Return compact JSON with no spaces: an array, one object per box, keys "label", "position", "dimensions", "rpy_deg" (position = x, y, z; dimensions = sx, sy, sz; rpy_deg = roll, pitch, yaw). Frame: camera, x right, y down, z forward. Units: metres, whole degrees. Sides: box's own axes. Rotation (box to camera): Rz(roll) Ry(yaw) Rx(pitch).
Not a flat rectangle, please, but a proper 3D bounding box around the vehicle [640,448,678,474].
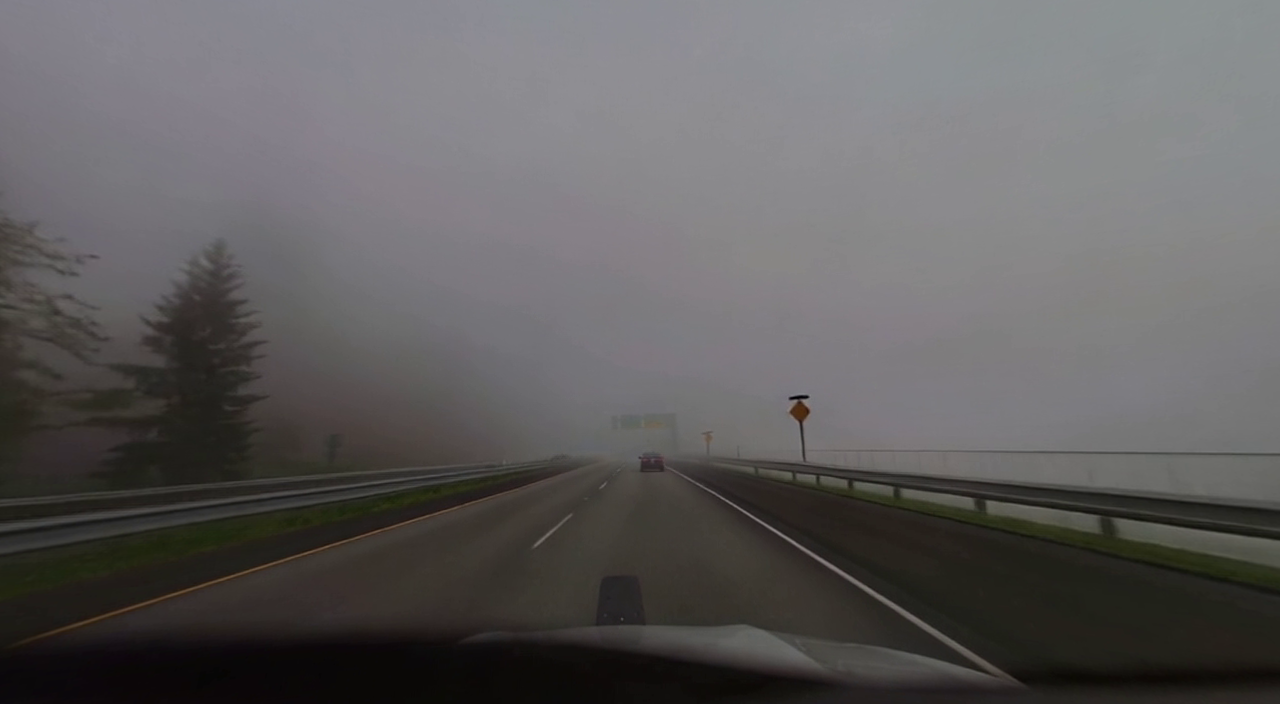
[{"label":"vehicle","position":[1.064,6.377,37.103],"dimensions":[2.036,1.457,3.471],"rpy_deg":[0,-9,-1]}]
